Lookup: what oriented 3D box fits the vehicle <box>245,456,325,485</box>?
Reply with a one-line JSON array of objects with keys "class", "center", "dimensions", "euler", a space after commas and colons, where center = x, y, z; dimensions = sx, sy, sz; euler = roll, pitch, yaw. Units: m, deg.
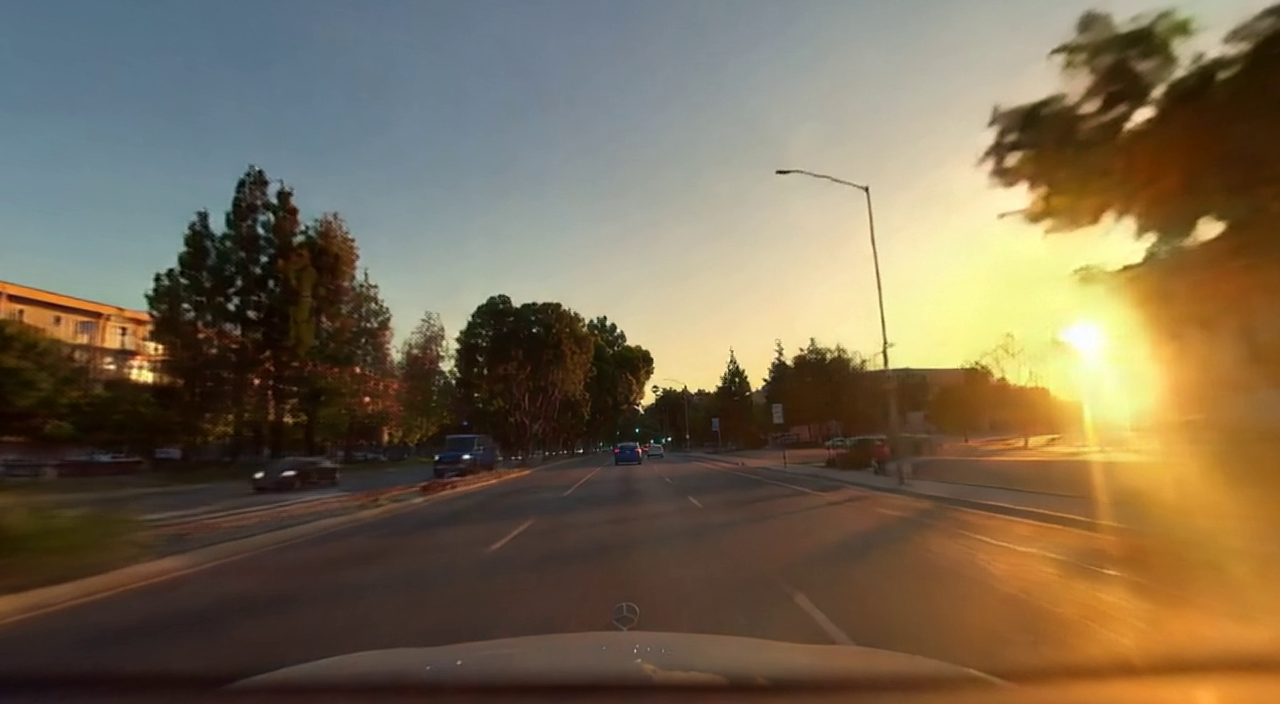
[{"class": "vehicle", "center": [-20.353, 6.803, 36.496], "dimensions": [2.018, 1.481, 4.687], "euler": [0, -9, -1]}]

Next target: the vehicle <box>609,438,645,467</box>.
[{"class": "vehicle", "center": [-0.776, 6.390, 40.139], "dimensions": [2.174, 1.703, 4.231], "euler": [0, -9, 0]}]
